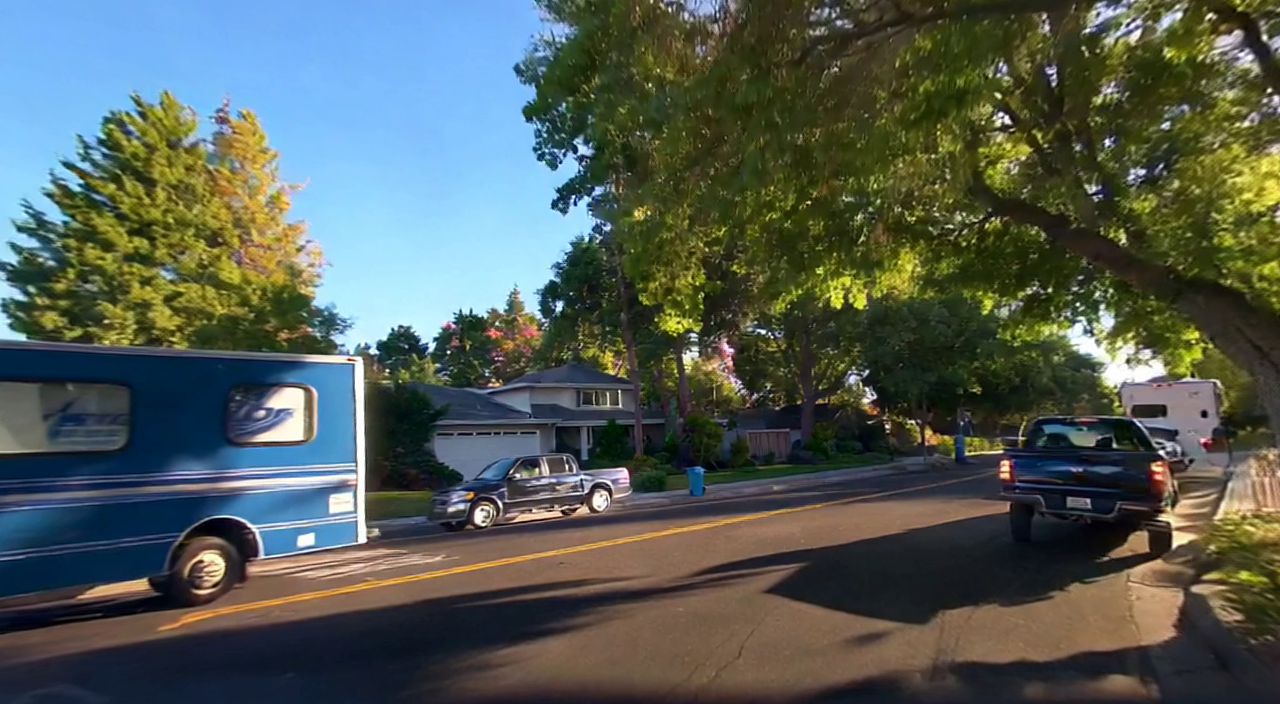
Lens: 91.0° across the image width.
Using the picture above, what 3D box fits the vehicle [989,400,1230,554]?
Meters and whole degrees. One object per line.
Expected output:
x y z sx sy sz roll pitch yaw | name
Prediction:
7.820 1.798 10.187 5.726 1.785 2.182 7 -10 -44 | vehicle

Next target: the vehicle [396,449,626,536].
-2.564 2.873 13.586 1.816 1.489 4.653 -8 -12 42 | vehicle

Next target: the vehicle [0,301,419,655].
-5.296 1.105 5.937 2.367 2.618 5.497 -8 -12 42 | vehicle
